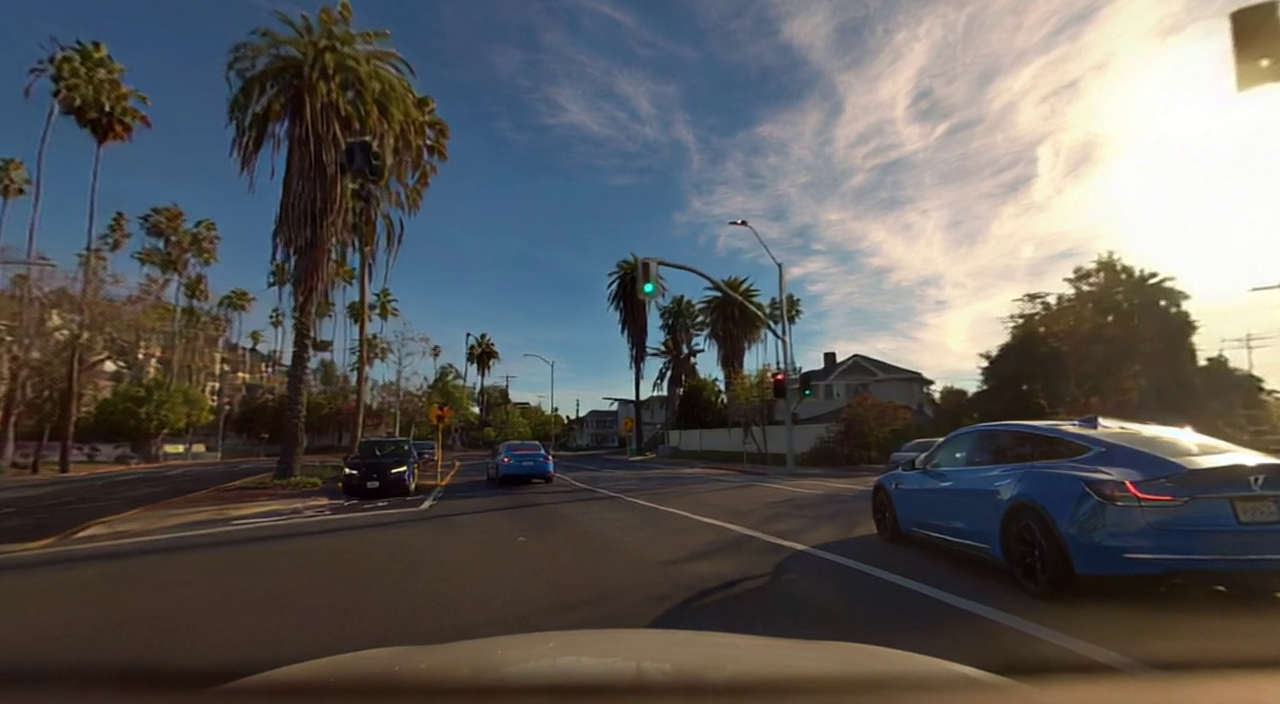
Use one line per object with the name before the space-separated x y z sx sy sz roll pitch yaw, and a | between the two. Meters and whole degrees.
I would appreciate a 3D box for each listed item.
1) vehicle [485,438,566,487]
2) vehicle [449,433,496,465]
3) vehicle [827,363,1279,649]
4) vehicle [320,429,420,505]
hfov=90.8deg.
vehicle | -4.617 4.281 24.886 2.341 1.709 4.466 3 -9 -20
vehicle | -10.777 6.197 40.446 2.272 1.891 4.562 3 -9 -22
vehicle | 4.046 1.355 6.707 2.205 1.803 5.135 0 -9 -4
vehicle | -7.911 3.322 18.807 2.283 1.878 5.384 3 -9 -21
